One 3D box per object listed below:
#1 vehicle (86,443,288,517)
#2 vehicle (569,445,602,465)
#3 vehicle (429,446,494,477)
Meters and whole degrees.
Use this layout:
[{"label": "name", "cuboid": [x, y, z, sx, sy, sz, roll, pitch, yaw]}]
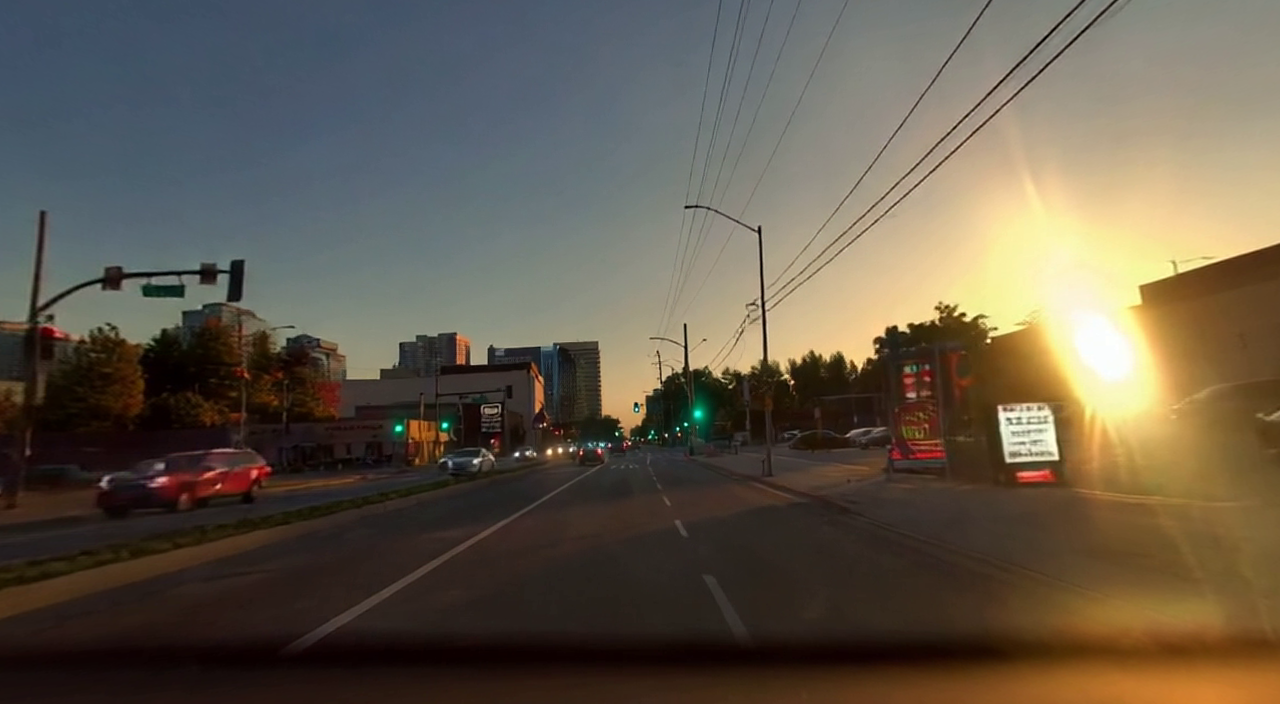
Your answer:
[{"label": "vehicle", "cuboid": [-12.990, 3.655, 18.667, 2.347, 1.857, 4.860, 0, -9, 0]}, {"label": "vehicle", "cuboid": [-3.878, 7.457, 45.865, 1.962, 1.420, 4.021, 0, -9, 1]}, {"label": "vehicle", "cuboid": [-9.696, 5.969, 34.770, 1.994, 1.550, 5.009, 0, -9, 1]}]
